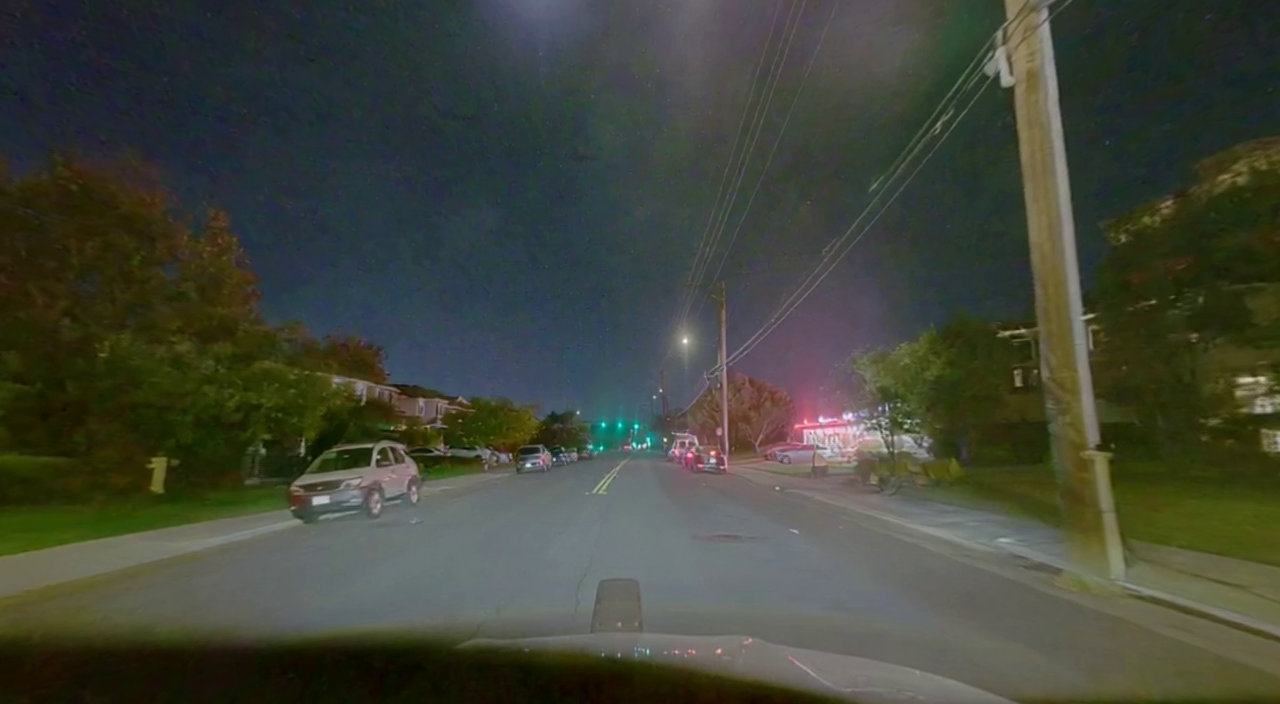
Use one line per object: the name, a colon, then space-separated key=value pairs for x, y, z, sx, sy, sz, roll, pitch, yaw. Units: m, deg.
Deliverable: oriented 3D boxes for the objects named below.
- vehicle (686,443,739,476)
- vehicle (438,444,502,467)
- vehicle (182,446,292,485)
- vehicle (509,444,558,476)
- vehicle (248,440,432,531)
vehicle: x=3.672 y=5.576 z=32.967 sx=2.112 sy=1.528 sz=4.944 roll=0 pitch=-8 yaw=-1
vehicle: x=-13.389 y=8.195 z=49.844 sx=4.528 sy=1.713 sz=1.947 roll=0 pitch=-8 yaw=-1
vehicle: x=-17.679 y=4.976 z=27.714 sx=3.623 sy=1.575 sz=1.724 roll=0 pitch=-8 yaw=0
vehicle: x=-6.159 y=6.269 z=36.777 sx=1.989 sy=1.693 sz=4.292 roll=-2 pitch=-8 yaw=2
vehicle: x=-6.326 y=2.815 z=13.976 sx=2.012 sy=1.639 sz=4.310 roll=-1 pitch=-8 yaw=-1
